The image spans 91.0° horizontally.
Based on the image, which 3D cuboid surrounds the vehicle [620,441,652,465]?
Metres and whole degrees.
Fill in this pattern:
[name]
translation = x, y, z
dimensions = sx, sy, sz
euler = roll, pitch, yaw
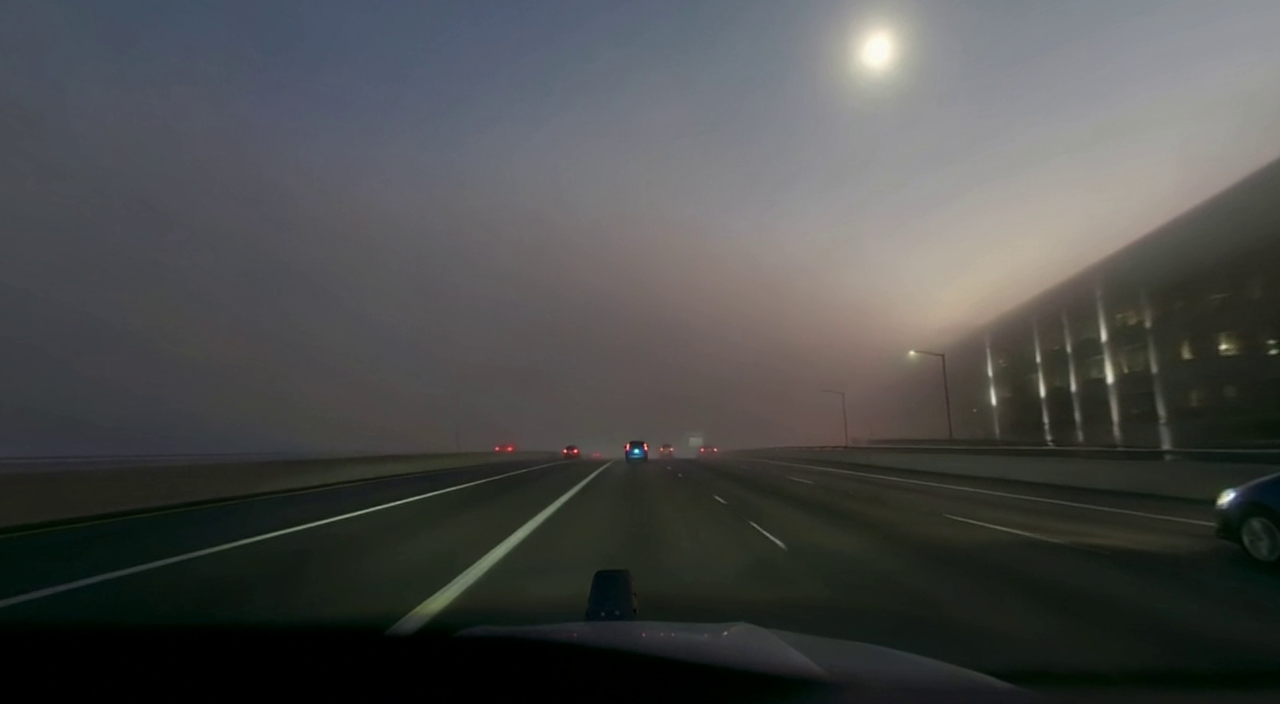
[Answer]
[vehicle]
translation = -0.249, 6.744, 42.125
dimensions = 2.036, 1.542, 3.891
euler = 0, -8, 0
